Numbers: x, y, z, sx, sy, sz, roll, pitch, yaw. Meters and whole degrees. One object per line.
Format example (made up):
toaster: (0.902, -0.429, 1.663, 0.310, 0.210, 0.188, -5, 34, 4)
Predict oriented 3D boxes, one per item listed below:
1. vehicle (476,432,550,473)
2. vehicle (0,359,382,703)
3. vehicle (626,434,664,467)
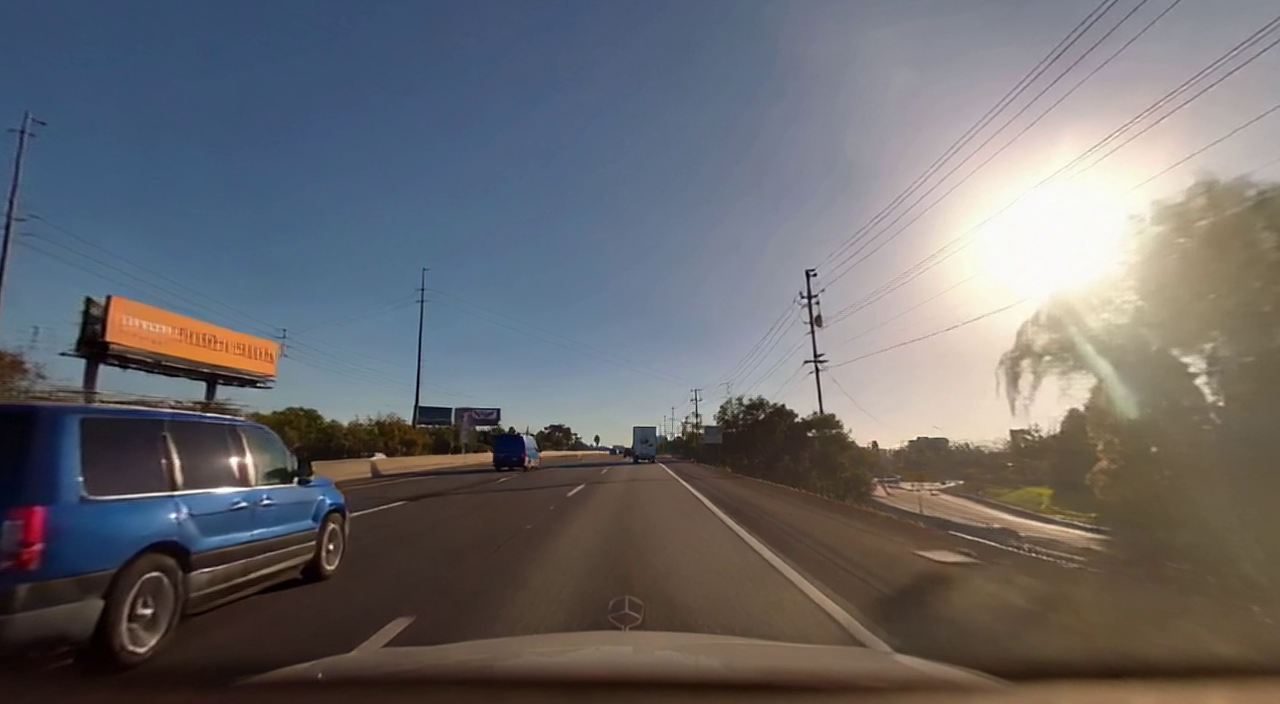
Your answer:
vehicle: (-7.032, 5.708, 35.754, 2.695, 2.084, 6.836, 0, -9, 1)
vehicle: (-4.025, 1.181, 4.703, 2.145, 1.730, 4.729, 0, -9, 0)
vehicle: (0.336, 7.359, 46.902, 2.692, 2.279, 5.695, 0, -9, 0)
